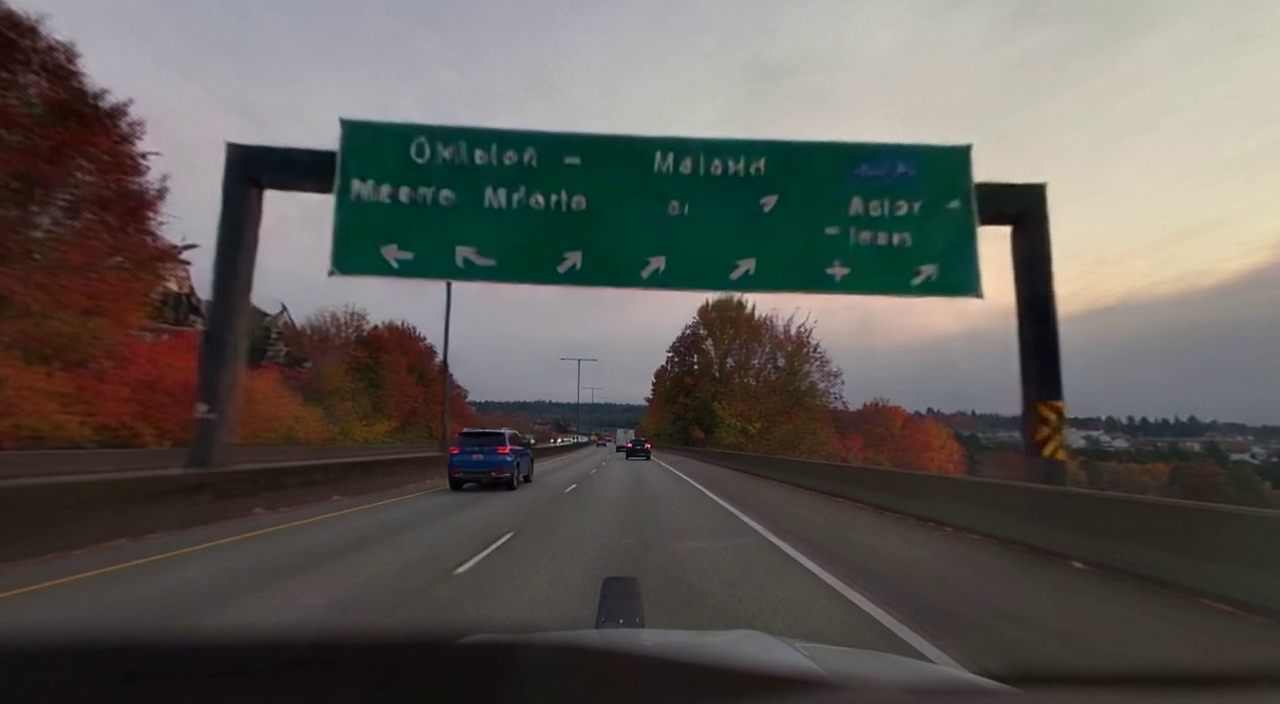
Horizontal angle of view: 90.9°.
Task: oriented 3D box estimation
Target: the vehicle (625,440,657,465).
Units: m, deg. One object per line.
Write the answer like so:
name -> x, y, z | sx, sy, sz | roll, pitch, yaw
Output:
vehicle -> 0.024, 6.438, 40.509 | 1.939, 1.497, 3.863 | 0, -8, -1

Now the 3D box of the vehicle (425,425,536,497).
vehicle -> -4.183, 2.929, 17.288 | 1.924, 1.720, 4.195 | 0, -8, 0
